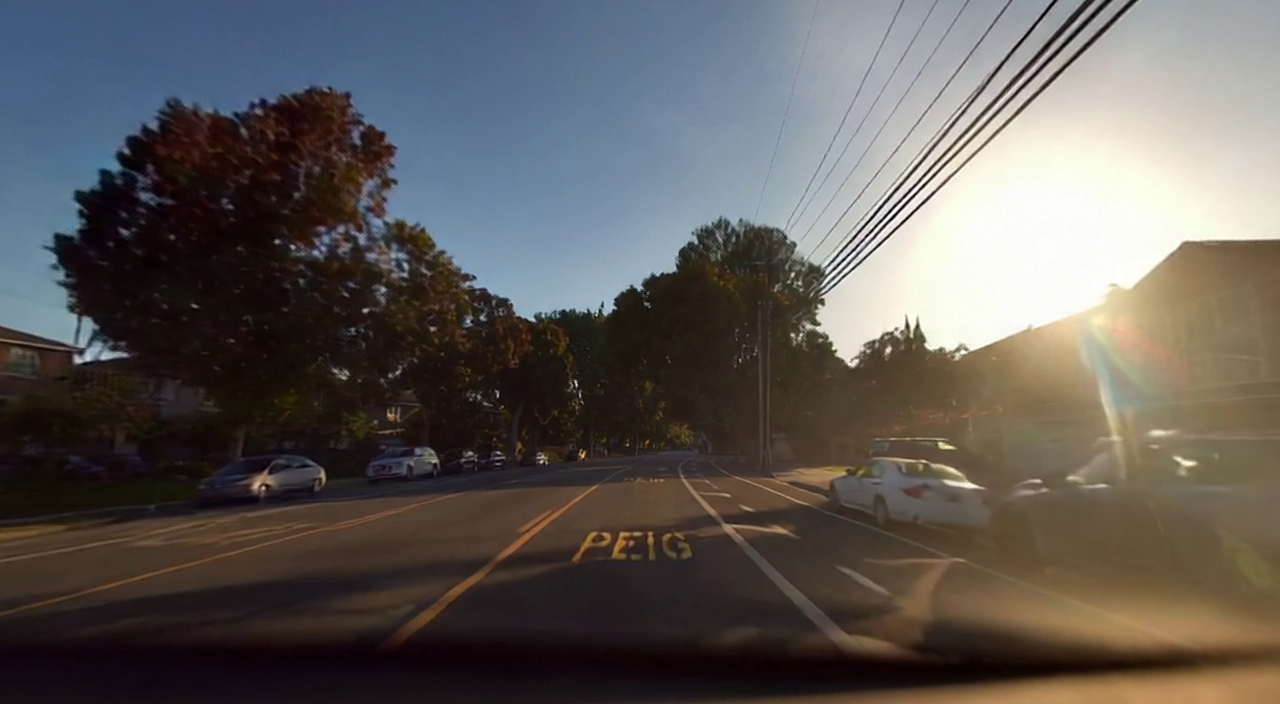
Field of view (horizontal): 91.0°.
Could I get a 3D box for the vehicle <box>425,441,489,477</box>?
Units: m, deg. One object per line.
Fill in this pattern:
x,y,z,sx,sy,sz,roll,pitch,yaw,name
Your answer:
-11.166,6.577,38.800,2.114,1.925,5.449,-3,-9,2,vehicle

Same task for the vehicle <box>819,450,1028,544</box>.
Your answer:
5.148,2.654,12.287,1.959,1.439,4.532,0,-9,0,vehicle

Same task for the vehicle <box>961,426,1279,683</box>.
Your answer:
5.176,1.537,5.537,2.009,1.649,5.156,0,-9,0,vehicle

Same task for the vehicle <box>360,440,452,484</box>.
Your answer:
-11.527,5.485,31.541,2.225,1.887,5.672,-3,-9,3,vehicle

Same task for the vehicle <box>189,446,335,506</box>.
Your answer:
-12.003,3.968,20.443,1.907,1.612,4.594,-3,-10,0,vehicle

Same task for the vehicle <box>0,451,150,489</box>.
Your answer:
-23.160,4.807,25.834,4.326,1.468,2.025,0,-9,1,vehicle
